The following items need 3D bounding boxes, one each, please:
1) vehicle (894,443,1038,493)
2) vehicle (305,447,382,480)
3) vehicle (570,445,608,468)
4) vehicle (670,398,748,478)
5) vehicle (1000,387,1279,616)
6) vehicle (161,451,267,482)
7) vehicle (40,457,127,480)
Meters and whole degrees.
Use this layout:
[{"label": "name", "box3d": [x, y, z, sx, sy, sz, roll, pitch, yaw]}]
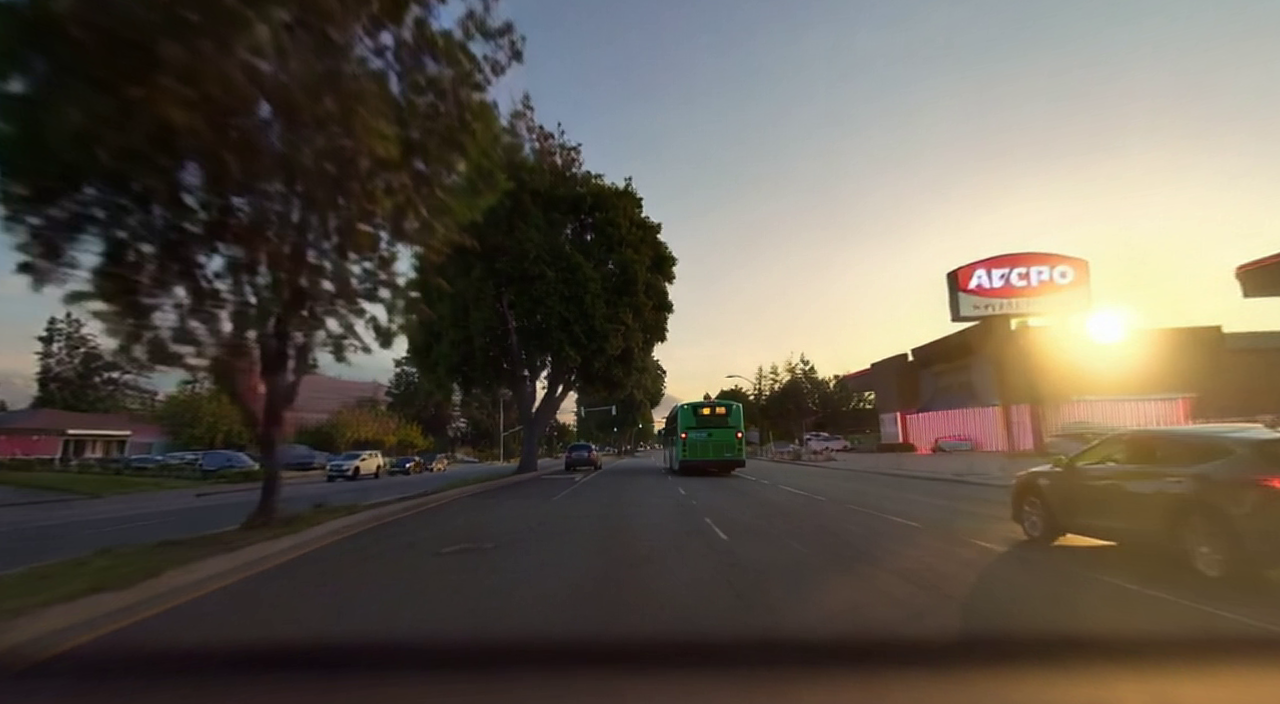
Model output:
[{"label": "vehicle", "box3d": [10.520, 3.751, 20.875, 2.073, 1.443, 4.860, 0, -9, -2]}, {"label": "vehicle", "box3d": [-19.190, 7.239, 41.153, 2.123, 1.905, 5.972, -2, -9, 1]}, {"label": "vehicle", "box3d": [-3.294, 6.851, 41.333, 2.211, 1.416, 4.179, 0, -9, -1]}, {"label": "vehicle", "box3d": [3.038, 4.226, 30.597, 2.766, 3.306, 9.281, 0, -9, 0]}, {"label": "vehicle", "box3d": [6.020, 1.356, 6.186, 2.129, 1.754, 4.668, 0, -9, 0]}, {"label": "vehicle", "box3d": [-24.981, 6.722, 37.053, 4.724, 1.734, 2.076, 0, -9, 1]}, {"label": "vehicle", "box3d": [-38.625, 8.103, 43.714, 4.232, 1.507, 1.795, 0, -9, -2]}]
